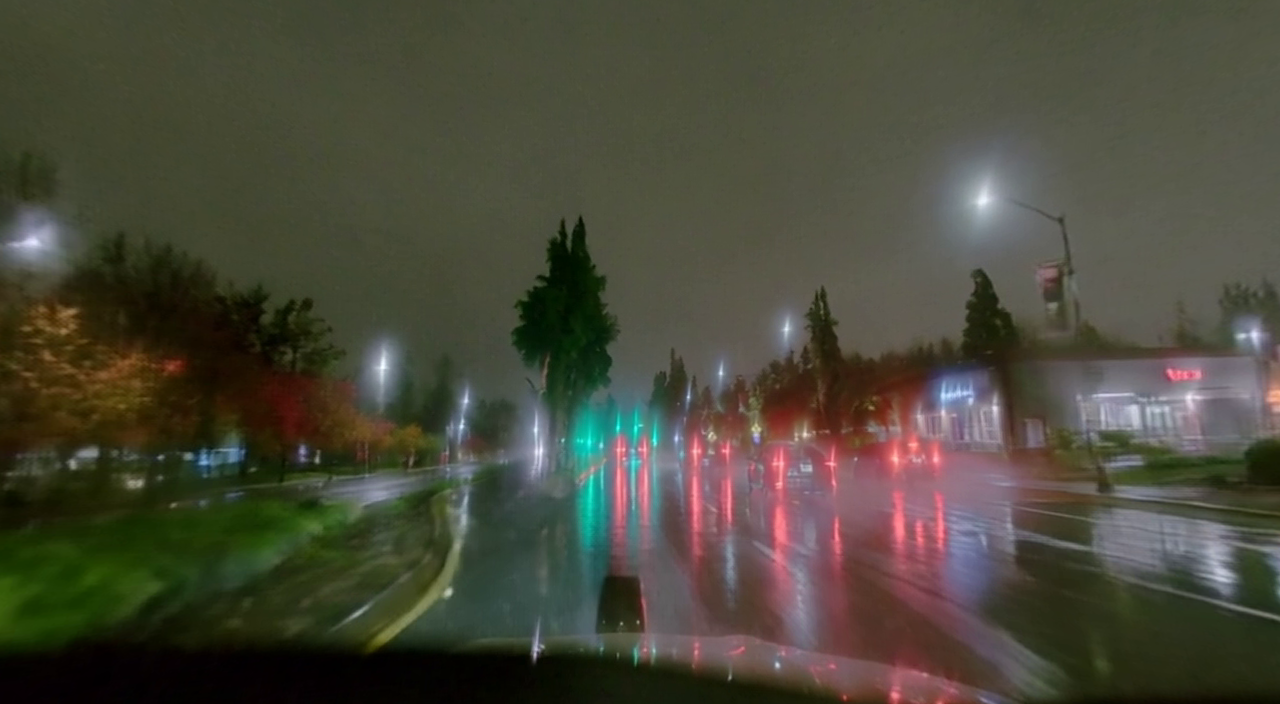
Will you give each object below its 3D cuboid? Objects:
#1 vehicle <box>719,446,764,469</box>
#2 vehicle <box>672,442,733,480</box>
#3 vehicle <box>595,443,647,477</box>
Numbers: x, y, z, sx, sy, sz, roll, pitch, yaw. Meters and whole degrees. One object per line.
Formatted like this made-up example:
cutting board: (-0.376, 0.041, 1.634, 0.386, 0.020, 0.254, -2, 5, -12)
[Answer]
vehicle: (6.337, 6.640, 39.997, 2.068, 1.393, 3.874, 0, -9, -2)
vehicle: (2.612, 4.718, 27.669, 2.057, 1.491, 4.675, 0, -9, -2)
vehicle: (-0.859, 5.003, 29.521, 2.242, 1.474, 4.127, 0, -9, -1)
